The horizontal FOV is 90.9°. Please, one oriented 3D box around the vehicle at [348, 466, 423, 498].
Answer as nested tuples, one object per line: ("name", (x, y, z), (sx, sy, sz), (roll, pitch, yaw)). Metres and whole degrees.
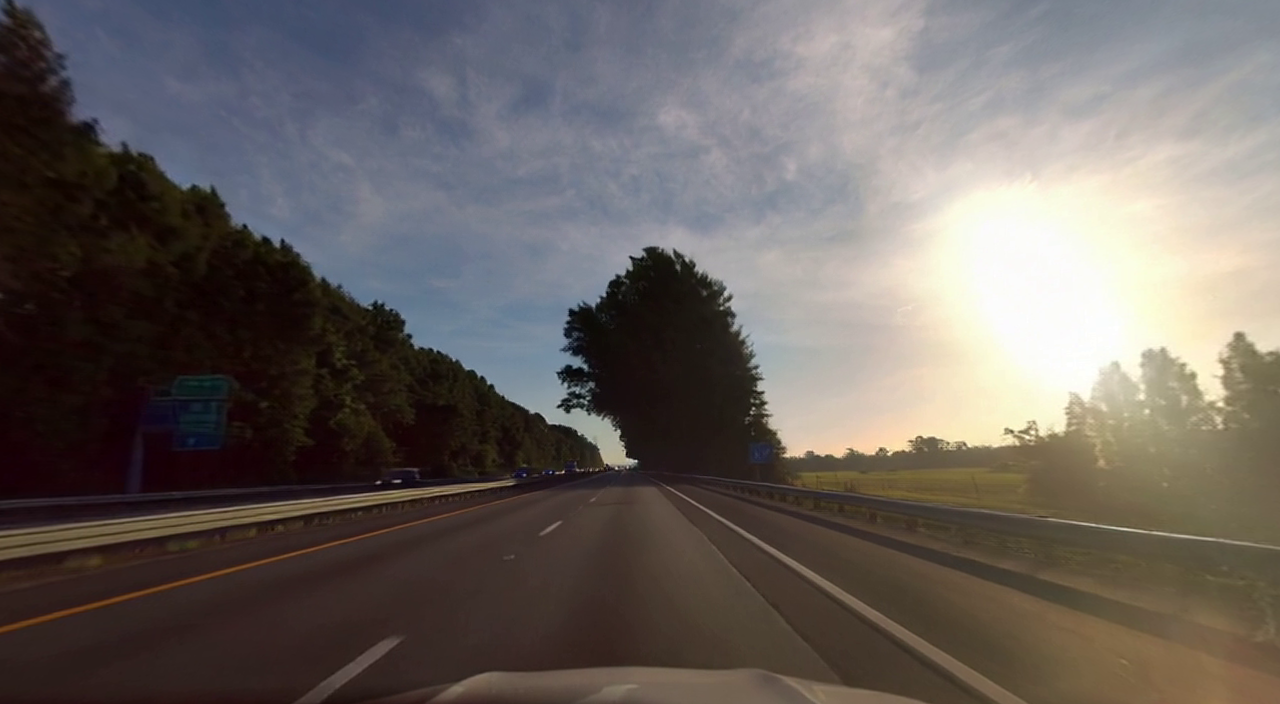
("vehicle", (-13.053, 6.672, 32.642), (2.034, 1.490, 4.226), (1, -11, 0))
